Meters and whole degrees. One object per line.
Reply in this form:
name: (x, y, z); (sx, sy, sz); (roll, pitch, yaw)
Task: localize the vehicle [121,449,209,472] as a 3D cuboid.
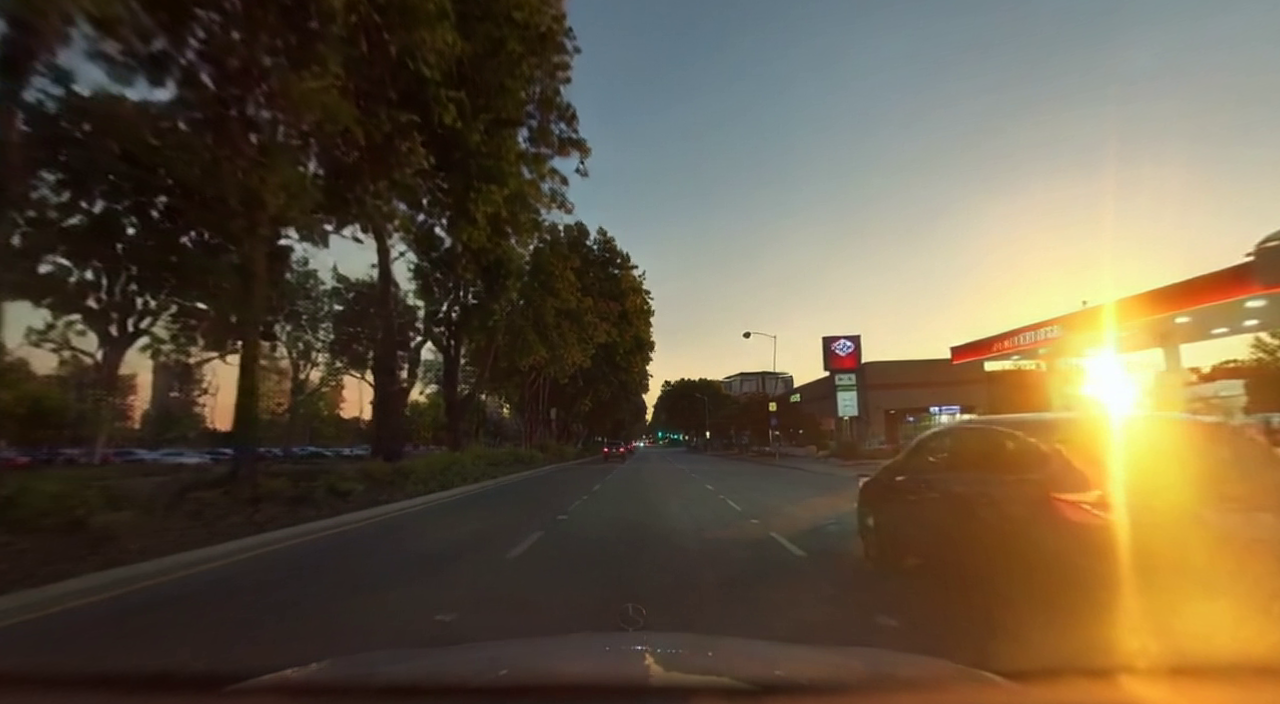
vehicle: (-31.293, 7.147, 41.621); (4.275, 1.411, 1.968); (-1, -8, 3)

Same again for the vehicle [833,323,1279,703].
vehicle: (3.375, 1.094, 4.981); (2.151, 1.771, 4.792); (0, -8, 0)

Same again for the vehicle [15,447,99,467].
vehicle: (-44.193, 7.934, 47.820); (4.315, 1.478, 1.931); (1, -9, -2)
